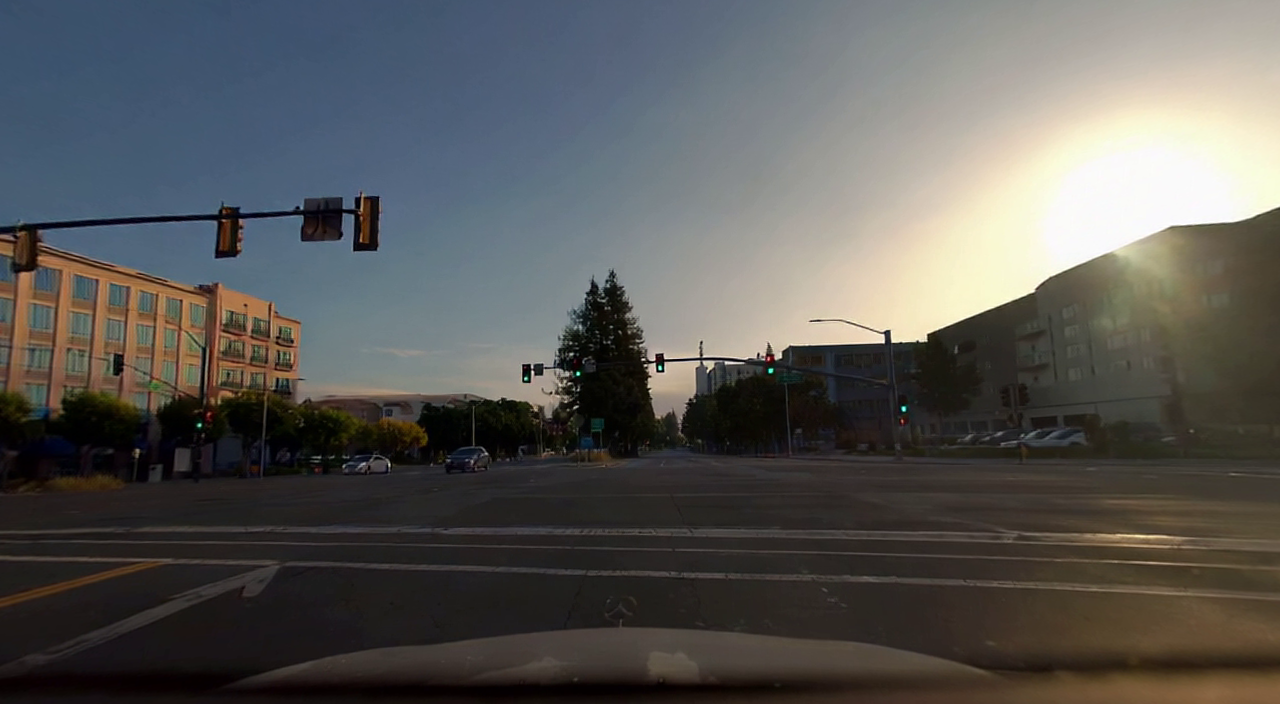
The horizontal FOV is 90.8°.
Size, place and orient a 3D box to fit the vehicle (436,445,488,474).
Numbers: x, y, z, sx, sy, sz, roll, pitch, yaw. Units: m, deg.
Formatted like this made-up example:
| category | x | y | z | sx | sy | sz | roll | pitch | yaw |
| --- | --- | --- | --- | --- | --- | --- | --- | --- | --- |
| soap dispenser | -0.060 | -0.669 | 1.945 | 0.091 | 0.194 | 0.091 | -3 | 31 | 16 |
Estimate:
| category | x | y | z | sx | sy | sz | roll | pitch | yaw |
| --- | --- | --- | --- | --- | --- | --- | --- | --- | --- |
| vehicle | -12.183 | 7.383 | 43.641 | 2.151 | 1.847 | 4.634 | 0 | -9 | 1 |

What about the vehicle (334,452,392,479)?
| category | x | y | z | sx | sy | sz | roll | pitch | yaw |
| --- | --- | --- | --- | --- | --- | --- | --- | --- | --- |
| vehicle | -18.849 | 7.737 | 43.214 | 1.933 | 1.664 | 4.255 | 0 | -9 | 1 |
